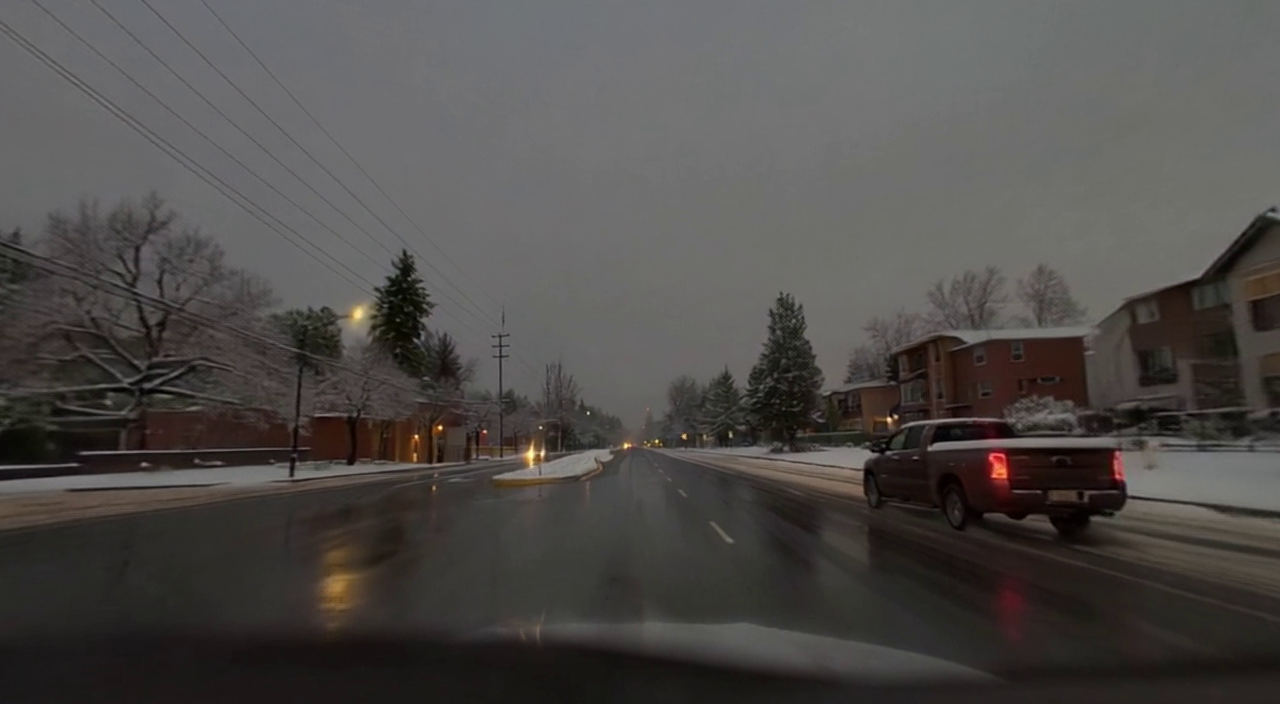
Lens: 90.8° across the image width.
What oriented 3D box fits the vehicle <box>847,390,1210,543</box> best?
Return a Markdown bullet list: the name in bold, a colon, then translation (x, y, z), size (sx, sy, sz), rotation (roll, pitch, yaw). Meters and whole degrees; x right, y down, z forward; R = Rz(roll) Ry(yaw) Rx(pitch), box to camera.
- **vehicle**: translation (6.034, 1.935, 11.278), size (2.493, 1.956, 6.125), rotation (0, -9, -1)
